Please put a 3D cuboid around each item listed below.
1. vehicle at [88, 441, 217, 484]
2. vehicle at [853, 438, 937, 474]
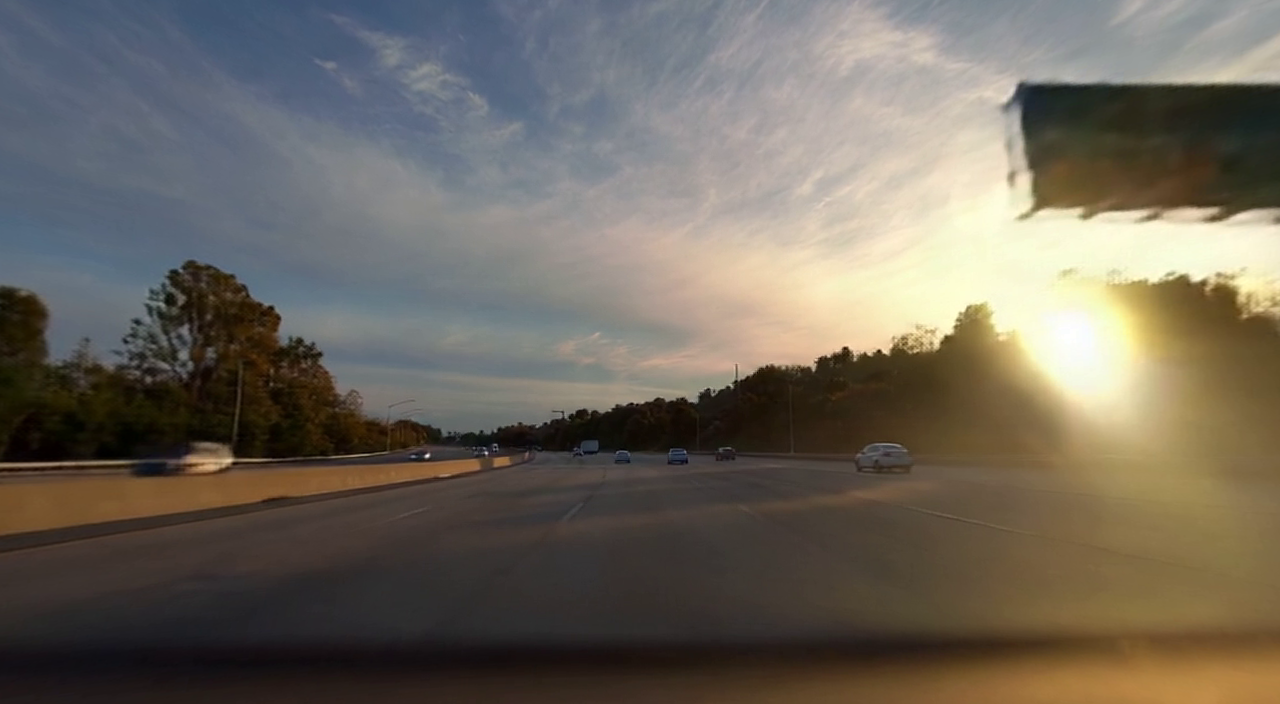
[{"bbox_3d":[-25.943,5.887,33.917,2.275,2.108,6.034,0,-9,-2],"label":"vehicle"},{"bbox_3d":[13.699,5.649,34.269,2.107,1.803,5.385,0,-9,-2],"label":"vehicle"}]
